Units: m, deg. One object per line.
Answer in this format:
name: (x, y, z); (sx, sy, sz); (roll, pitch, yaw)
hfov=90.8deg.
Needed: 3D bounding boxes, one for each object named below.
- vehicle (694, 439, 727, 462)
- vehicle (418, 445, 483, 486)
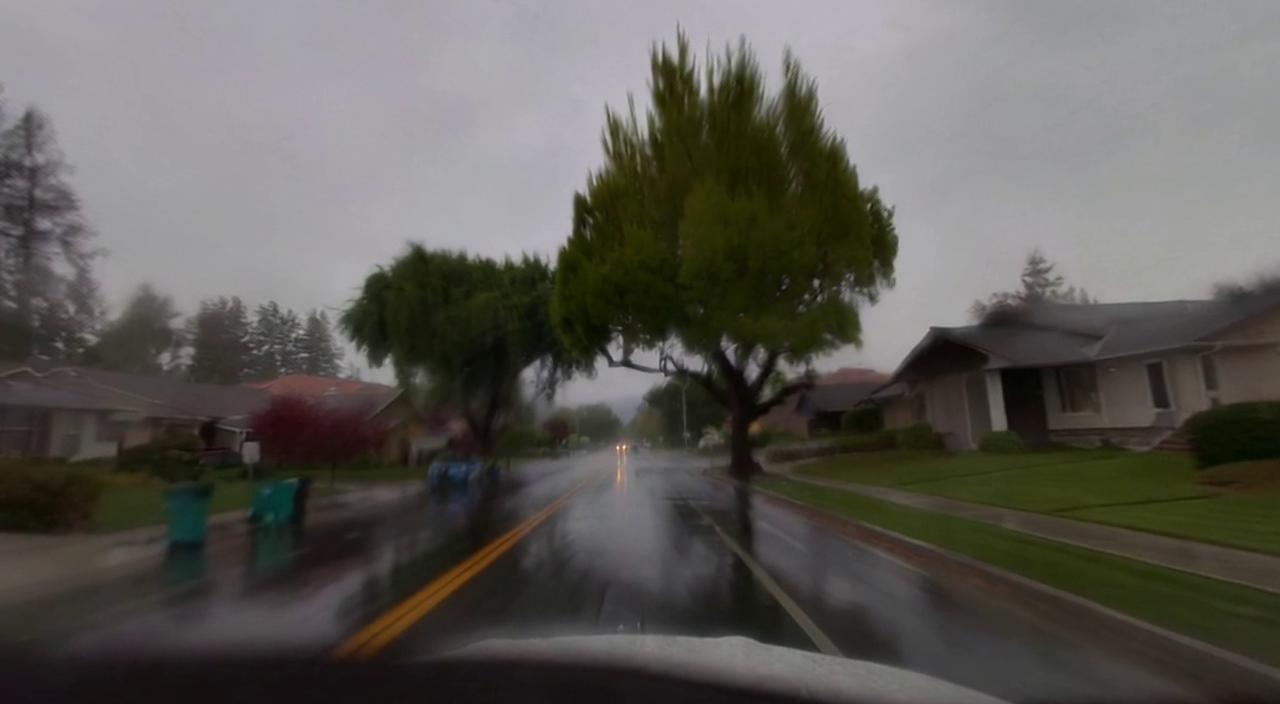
vehicle: (5.493, 7.787, 49.857); (2.010, 1.694, 4.661); (0, -8, -1)
vehicle: (-9.478, 5.675, 31.892); (1.998, 1.689, 4.384); (-4, -7, -2)
